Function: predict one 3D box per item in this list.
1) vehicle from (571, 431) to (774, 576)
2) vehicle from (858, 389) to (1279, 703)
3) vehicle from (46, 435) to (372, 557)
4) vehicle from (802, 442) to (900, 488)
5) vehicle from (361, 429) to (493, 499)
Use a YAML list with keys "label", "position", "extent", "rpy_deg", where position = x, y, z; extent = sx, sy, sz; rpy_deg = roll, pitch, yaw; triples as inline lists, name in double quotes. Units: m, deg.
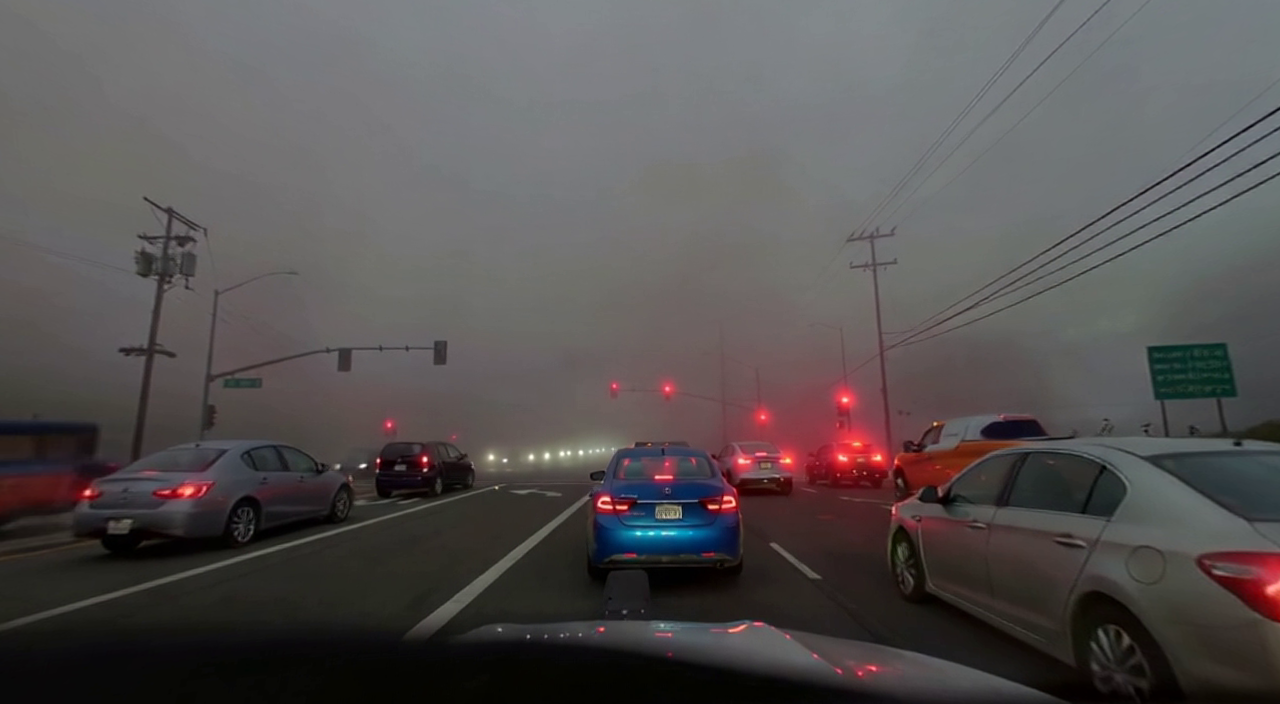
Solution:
- label: "vehicle"
  position: [0.328, 1.872, 8.613]
  extent: [2.109, 1.483, 3.964]
  rpy_deg: [0, -8, 0]
- label: "vehicle"
  position: [3.136, 1.179, 4.238]
  extent: [1.870, 1.523, 4.096]
  rpy_deg: [0, -8, 0]
- label: "vehicle"
  position: [-6.405, 2.148, 10.258]
  extent: [1.955, 1.497, 4.639]
  rpy_deg: [-1, -8, 1]
- label: "vehicle"
  position: [7.283, 3.911, 22.258]
  extent: [1.867, 1.459, 4.436]
  rpy_deg: [0, -8, -1]
- label: "vehicle"
  position: [-6.241, 3.331, 19.281]
  extent: [2.070, 1.824, 5.196]
  rpy_deg: [-1, -8, 2]
